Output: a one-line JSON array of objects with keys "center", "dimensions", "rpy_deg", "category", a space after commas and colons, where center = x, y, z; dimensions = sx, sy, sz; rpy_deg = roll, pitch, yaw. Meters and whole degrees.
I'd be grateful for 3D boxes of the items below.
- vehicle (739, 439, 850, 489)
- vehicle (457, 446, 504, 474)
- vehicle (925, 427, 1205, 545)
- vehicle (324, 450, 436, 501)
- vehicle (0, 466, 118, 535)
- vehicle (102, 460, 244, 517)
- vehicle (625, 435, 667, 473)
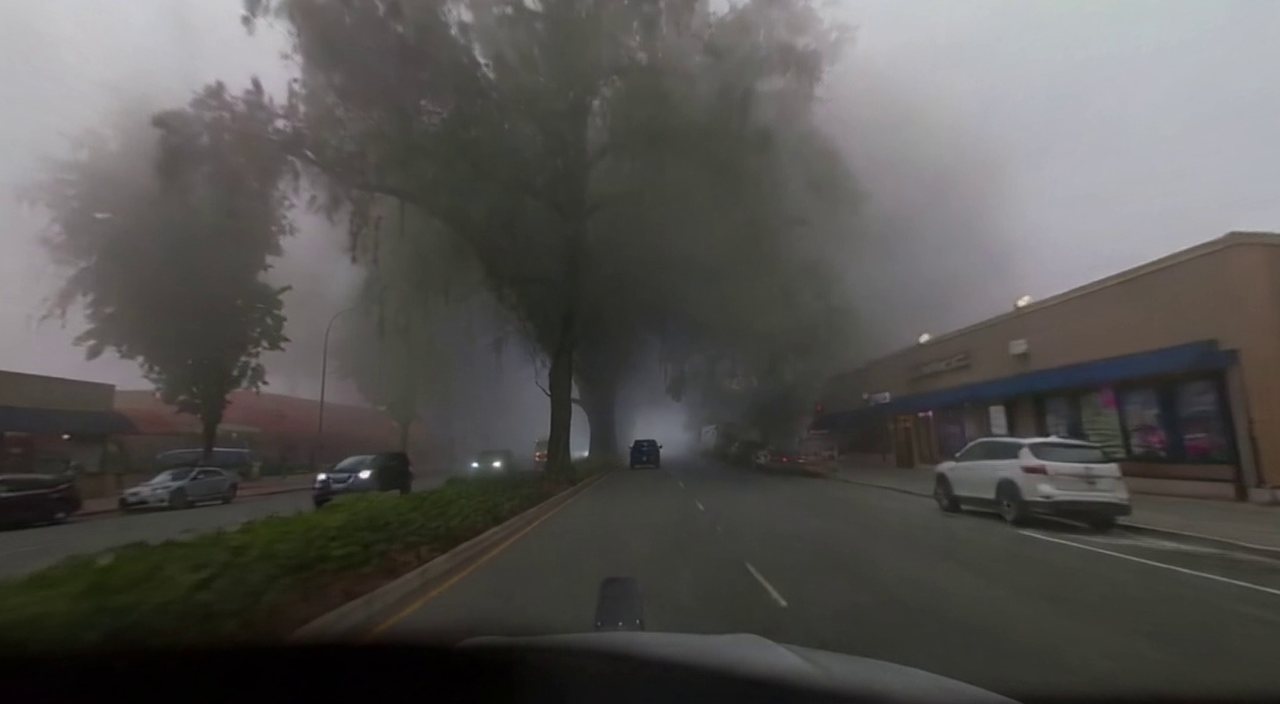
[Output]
[{"center": [5.695, 4.186, 24.032], "dimensions": [2.114, 1.697, 4.739], "rpy_deg": [2, -9, -14], "category": "vehicle"}, {"center": [-11.491, 7.808, 45.891], "dimensions": [2.127, 1.909, 4.830], "rpy_deg": [0, -9, 1], "category": "vehicle"}, {"center": [7.280, 2.309, 11.559], "dimensions": [2.004, 1.714, 4.356], "rpy_deg": [0, -9, -1], "category": "vehicle"}, {"center": [-8.596, 4.077, 21.324], "dimensions": [1.982, 1.505, 4.065], "rpy_deg": [0, -9, 1], "category": "vehicle"}, {"center": [-16.052, 3.700, 15.835], "dimensions": [1.962, 1.487, 4.652], "rpy_deg": [0, -9, -1], "category": "vehicle"}, {"center": [-15.994, 4.646, 21.965], "dimensions": [1.801, 1.515, 4.323], "rpy_deg": [-4, -9, -2], "category": "vehicle"}, {"center": [0.400, 5.960, 37.104], "dimensions": [2.293, 2.036, 4.853], "rpy_deg": [0, -9, 1], "category": "vehicle"}]
